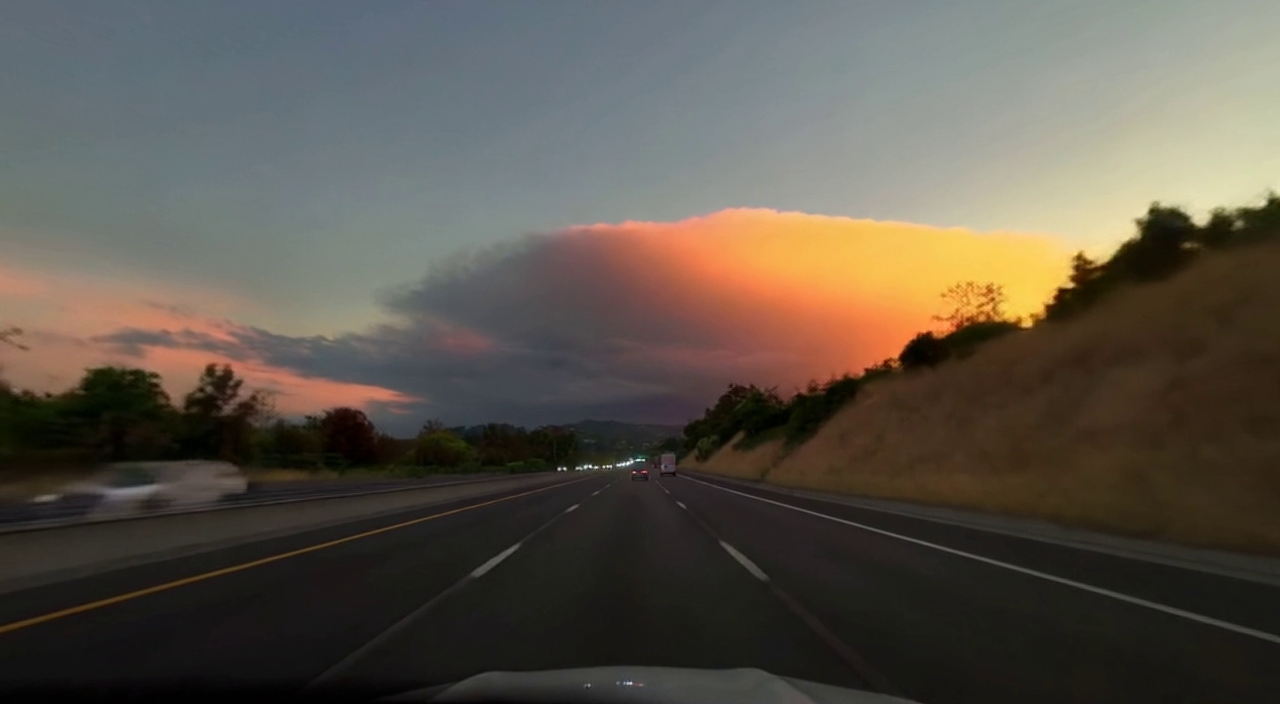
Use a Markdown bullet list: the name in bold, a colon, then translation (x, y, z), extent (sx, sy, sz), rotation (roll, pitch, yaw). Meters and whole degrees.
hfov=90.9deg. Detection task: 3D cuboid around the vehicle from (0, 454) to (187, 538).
- **vehicle**: translation (-12.257, 2.920, 13.252), extent (1.885, 1.461, 4.779), rotation (1, -10, 0)
